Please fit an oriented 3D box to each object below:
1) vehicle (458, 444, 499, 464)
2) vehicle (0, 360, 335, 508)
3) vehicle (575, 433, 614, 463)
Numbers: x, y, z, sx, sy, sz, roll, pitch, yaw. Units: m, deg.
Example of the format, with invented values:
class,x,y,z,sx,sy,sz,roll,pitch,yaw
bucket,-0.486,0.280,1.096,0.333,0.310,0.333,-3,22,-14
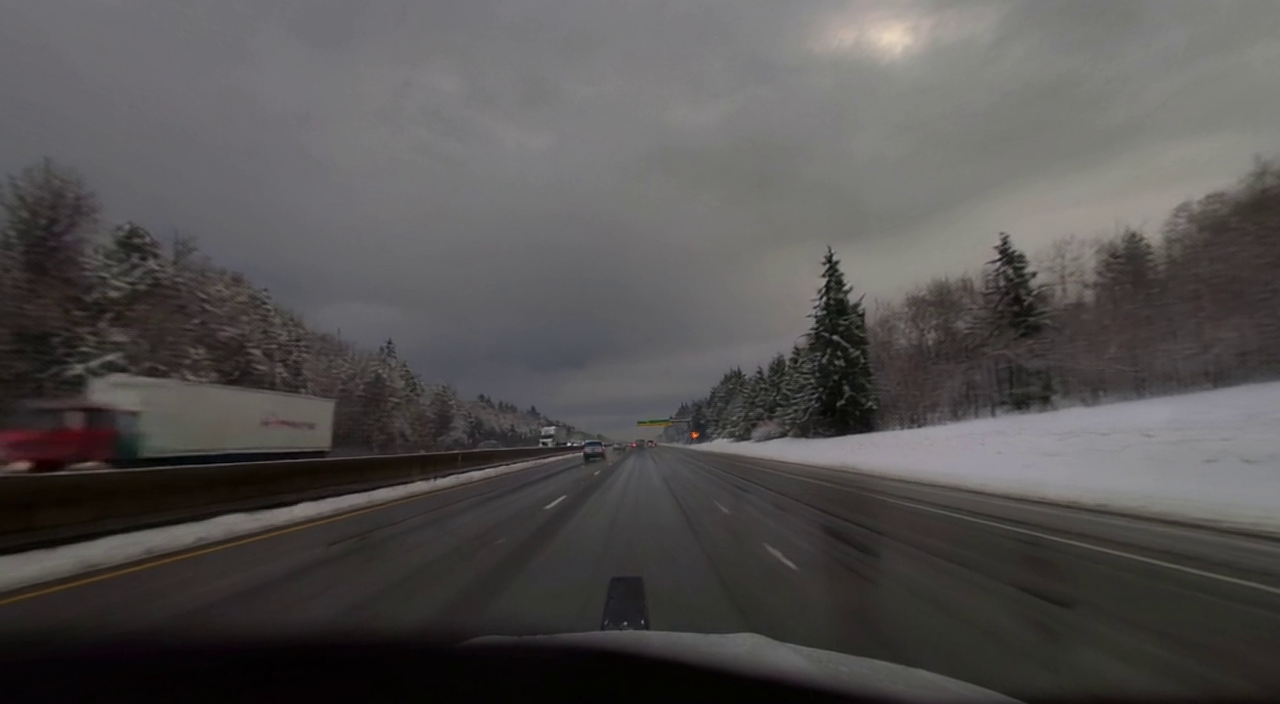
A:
class,x,y,z,sx,sy,sz,roll,pitch,yaw
vehicle,-12.534,7.904,48.970,1.911,1.515,4.508,0,-8,1
vehicle,-17.290,3.313,24.654,2.974,3.996,15.157,0,-8,0
vehicle,-3.094,6.694,43.947,2.286,2.011,4.452,0,-8,1
